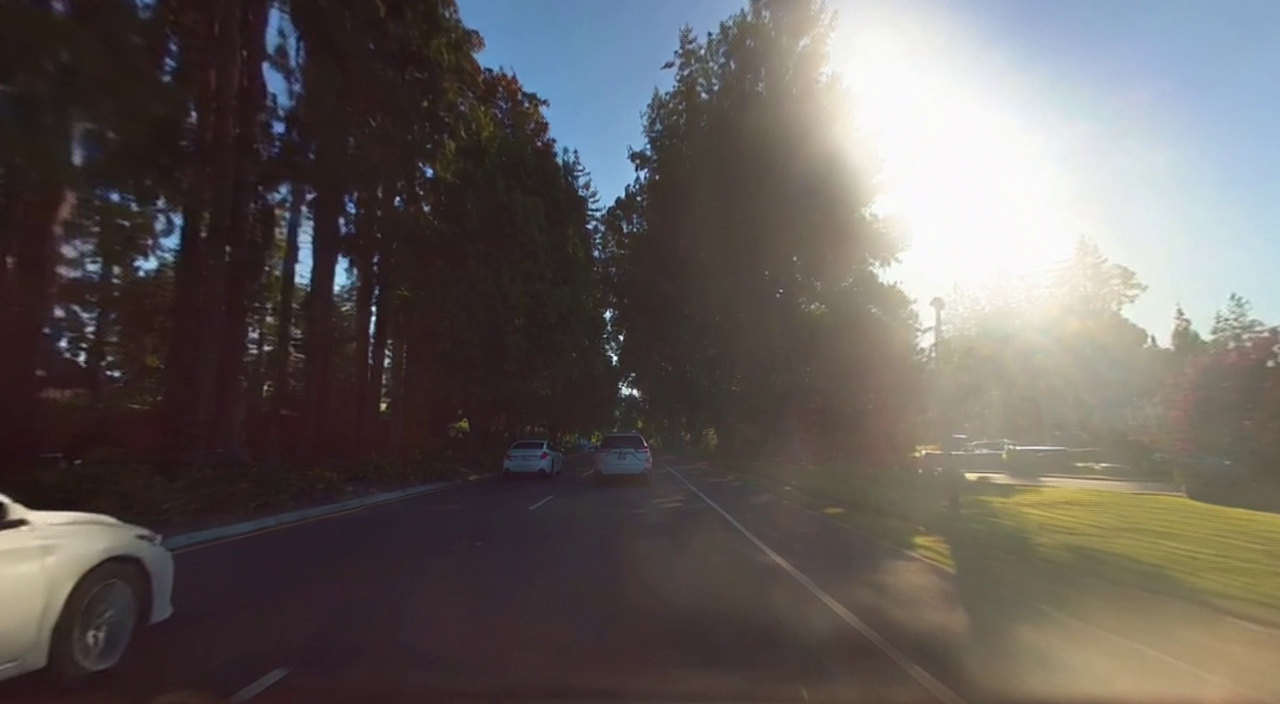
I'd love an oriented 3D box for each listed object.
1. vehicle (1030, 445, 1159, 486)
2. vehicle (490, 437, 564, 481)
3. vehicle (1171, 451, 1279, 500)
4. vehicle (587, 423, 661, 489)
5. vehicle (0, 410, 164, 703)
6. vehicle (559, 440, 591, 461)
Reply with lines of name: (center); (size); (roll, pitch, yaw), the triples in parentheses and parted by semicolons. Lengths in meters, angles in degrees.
vehicle: (20.507, 5.098, 28.646); (4.387, 1.752, 1.903); (0, -8, -3)
vehicle: (-4.081, 3.944, 23.532); (1.917, 1.448, 4.178); (0, -8, 1)
vehicle: (20.451, 4.007, 20.786); (4.211, 1.477, 2.000); (1, -9, -5)
vehicle: (-0.470, 3.142, 19.295); (2.018, 1.769, 3.897); (0, -8, -1)
vehicle: (-4.128, 0.854, 1.875); (1.959, 1.485, 4.452); (0, -8, 0)
vehicle: (-4.662, 7.139, 45.871); (1.831, 1.445, 3.851); (0, -8, 1)
